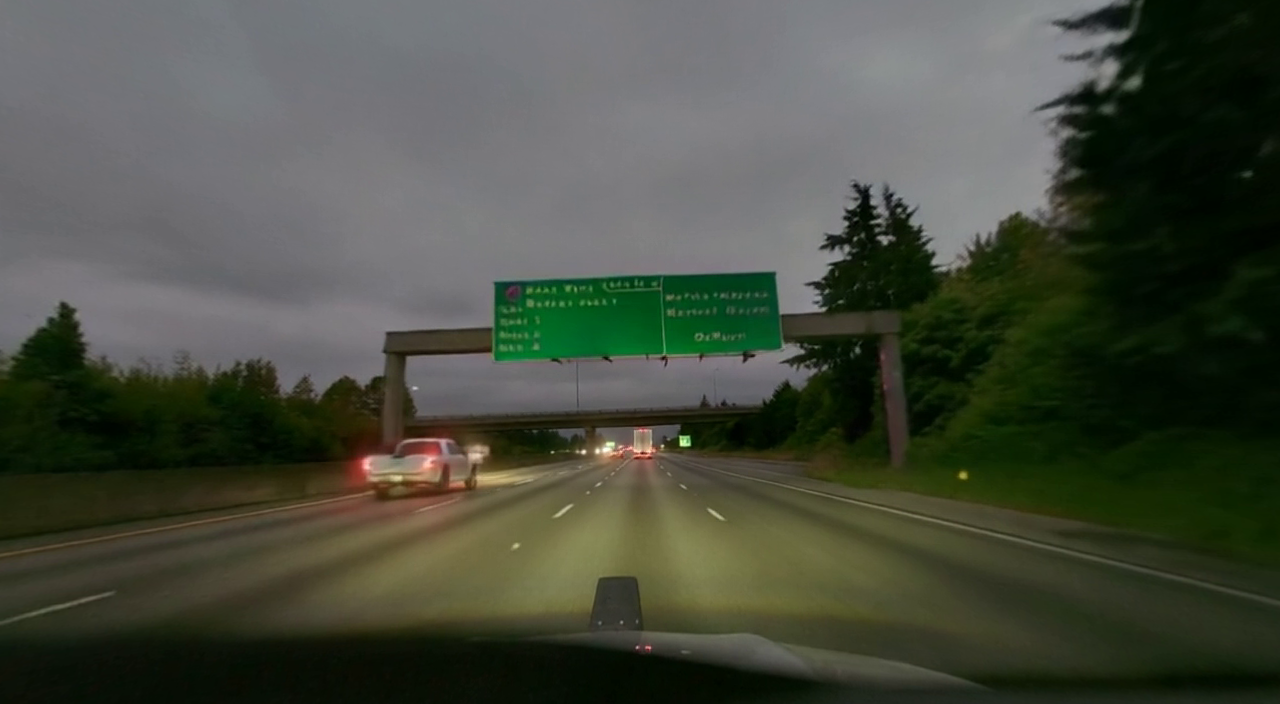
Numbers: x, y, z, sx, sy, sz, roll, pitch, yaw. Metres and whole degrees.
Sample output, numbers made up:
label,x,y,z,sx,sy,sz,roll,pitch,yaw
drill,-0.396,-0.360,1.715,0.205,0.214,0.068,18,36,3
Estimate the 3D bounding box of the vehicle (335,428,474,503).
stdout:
label,x,y,z,sx,sy,sz,roll,pitch,yaw
vehicle,-6.871,3.380,19.184,2.195,1.940,5.154,0,-9,0
